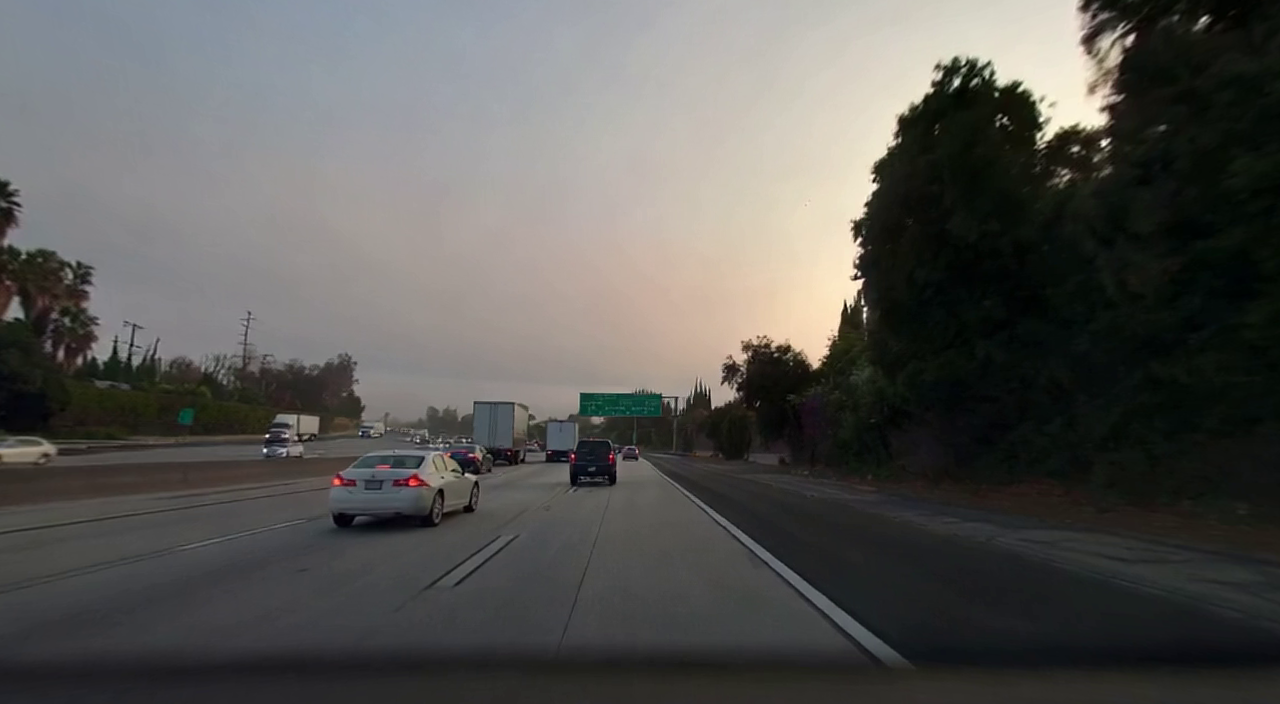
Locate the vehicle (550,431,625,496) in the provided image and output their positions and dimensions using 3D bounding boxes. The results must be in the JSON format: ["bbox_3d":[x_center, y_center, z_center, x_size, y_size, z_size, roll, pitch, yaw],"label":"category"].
[{"bbox_3d":[-1.577,3.539,20.523,2.093,1.785,5.303,0,-8,-2],"label":"vehicle"}]

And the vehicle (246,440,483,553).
[{"bbox_3d":[-4.167,2.224,10.591,1.932,1.445,4.625,0,-8,-1],"label":"vehicle"}]

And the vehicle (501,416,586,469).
[{"bbox_3d":[-5.796,5.949,41.047,3.270,2.674,14.547,-2,-9,0],"label":"vehicle"}]
